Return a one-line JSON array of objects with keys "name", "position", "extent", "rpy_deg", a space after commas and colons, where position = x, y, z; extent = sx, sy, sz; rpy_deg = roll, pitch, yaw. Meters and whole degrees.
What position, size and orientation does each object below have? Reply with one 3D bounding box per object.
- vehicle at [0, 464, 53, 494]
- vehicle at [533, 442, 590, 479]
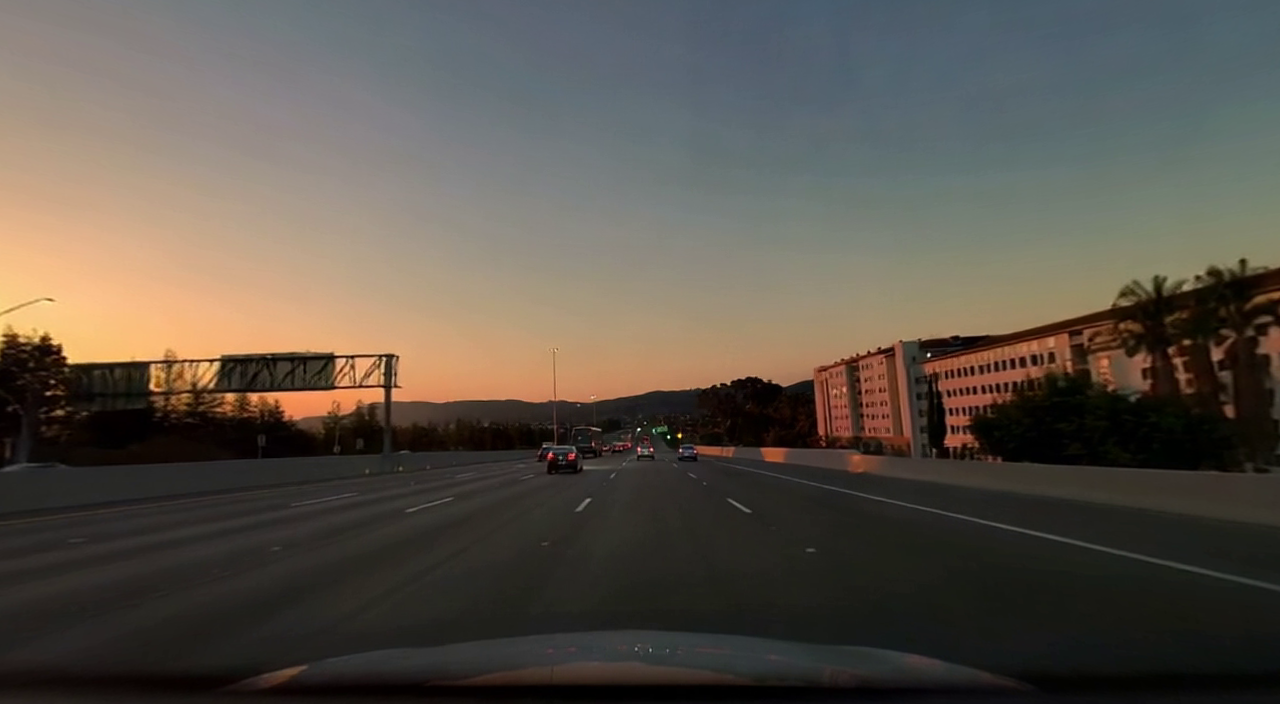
[{"name": "vehicle", "position": [-34.503, 6.870, 34.128], "extent": [1.657, 1.479, 3.767], "rpy_deg": [0, -9, 1]}, {"name": "vehicle", "position": [-3.678, 5.184, 30.386], "extent": [2.195, 1.630, 4.336], "rpy_deg": [0, -9, 0]}]
